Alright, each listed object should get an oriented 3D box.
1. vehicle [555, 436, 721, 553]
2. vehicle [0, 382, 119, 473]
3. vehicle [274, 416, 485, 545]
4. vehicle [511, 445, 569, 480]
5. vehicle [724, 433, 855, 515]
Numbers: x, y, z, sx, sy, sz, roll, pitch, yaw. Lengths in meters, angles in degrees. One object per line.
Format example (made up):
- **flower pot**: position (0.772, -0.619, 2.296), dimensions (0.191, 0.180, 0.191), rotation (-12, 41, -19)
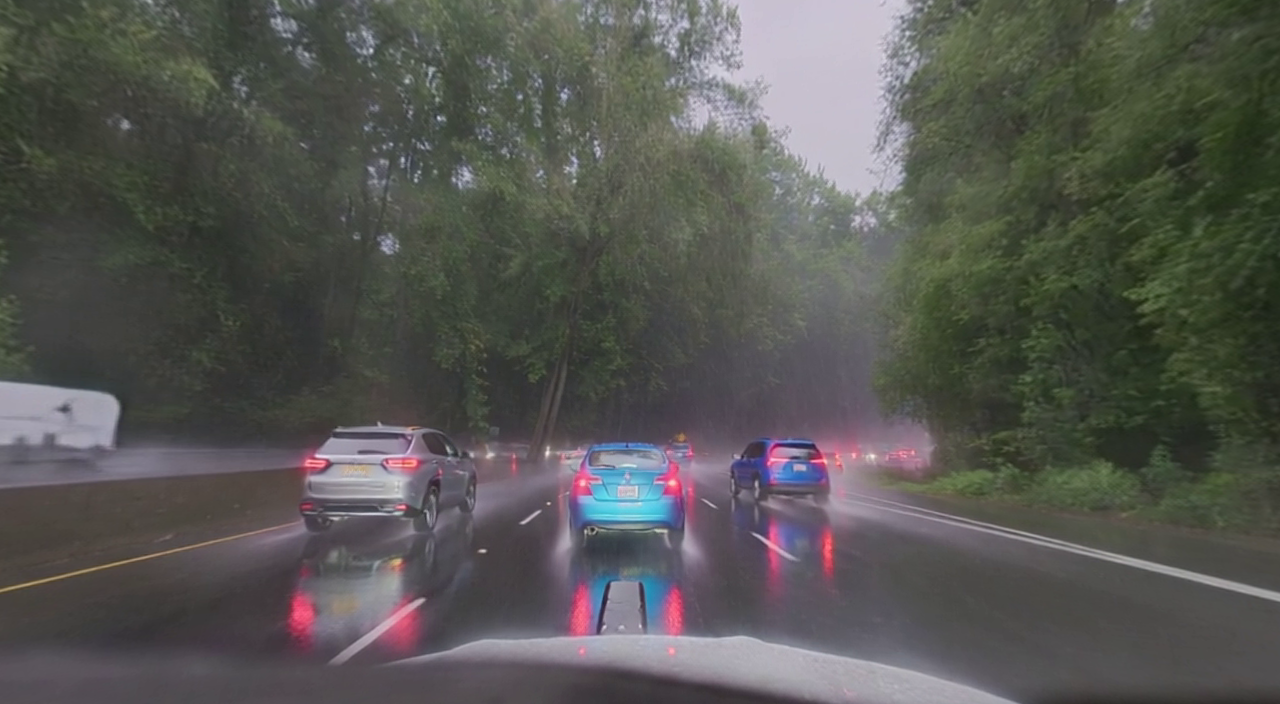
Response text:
- **vehicle**: position (-0.098, 2.164, 10.251), dimensions (2.120, 1.478, 4.179), rotation (0, -9, -2)
- **vehicle**: position (-20.428, 2.423, 19.908), dimensions (2.417, 2.689, 6.486), rotation (0, -9, -1)
- **vehicle**: position (-3.991, 2.038, 10.542), dimensions (1.830, 1.703, 4.142), rotation (0, -9, -2)
- **vehicle**: position (-4.581, 5.115, 29.439), dimensions (2.122, 1.491, 3.800), rotation (0, -9, -1)
- **vehicle**: position (3.395, 2.869, 15.254), dimensions (1.996, 1.688, 4.207), rotation (0, -9, -2)
